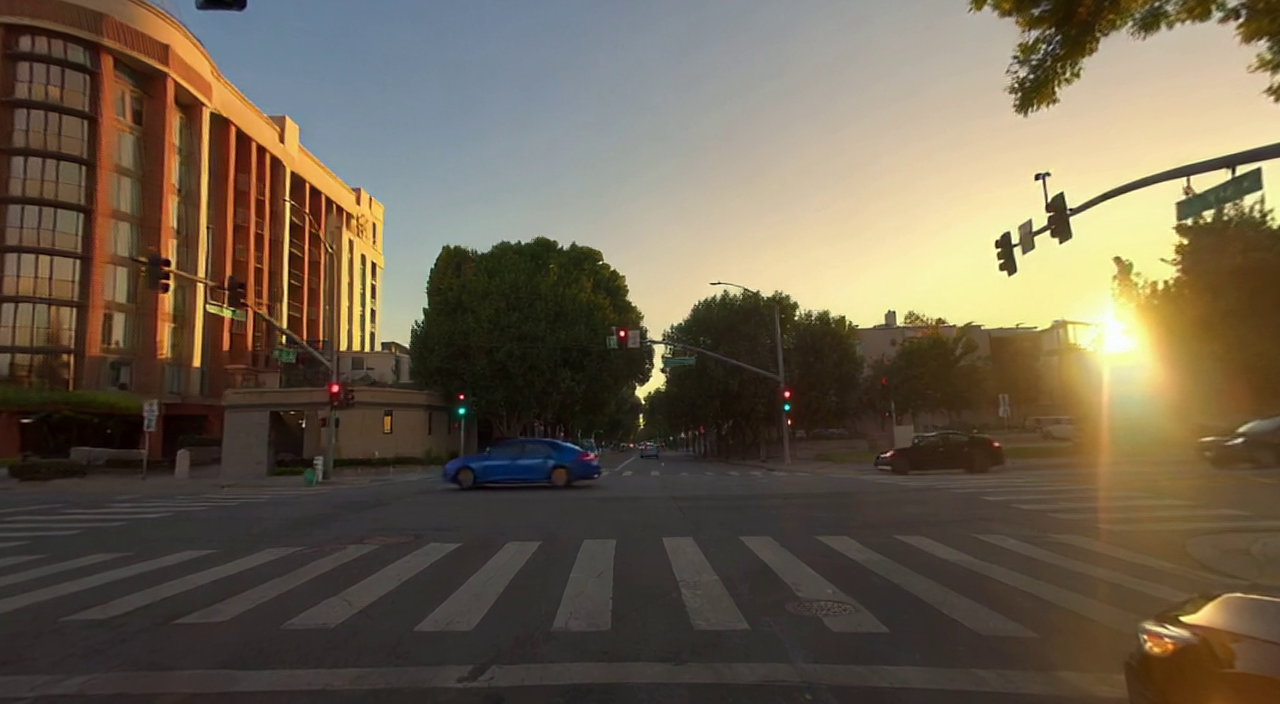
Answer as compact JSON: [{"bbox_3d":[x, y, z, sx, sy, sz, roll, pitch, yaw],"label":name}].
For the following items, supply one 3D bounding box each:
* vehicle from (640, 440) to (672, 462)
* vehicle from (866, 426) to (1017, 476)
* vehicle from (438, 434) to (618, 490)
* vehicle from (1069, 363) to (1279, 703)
[{"bbox_3d":[1.118,7.165,45.556,2.031,1.442,4.446,0,-8,-3],"label":"vehicle"},{"bbox_3d":[10.539,3.506,22.367,4.551,1.625,2.053,-3,-9,19],"label":"vehicle"},{"bbox_3d":[-2.959,3.021,17.398,4.613,1.443,1.883,0,-8,0],"label":"vehicle"},{"bbox_3d":[2.890,0.672,0.832,1.947,1.576,3.825,0,-8,1],"label":"vehicle"}]
